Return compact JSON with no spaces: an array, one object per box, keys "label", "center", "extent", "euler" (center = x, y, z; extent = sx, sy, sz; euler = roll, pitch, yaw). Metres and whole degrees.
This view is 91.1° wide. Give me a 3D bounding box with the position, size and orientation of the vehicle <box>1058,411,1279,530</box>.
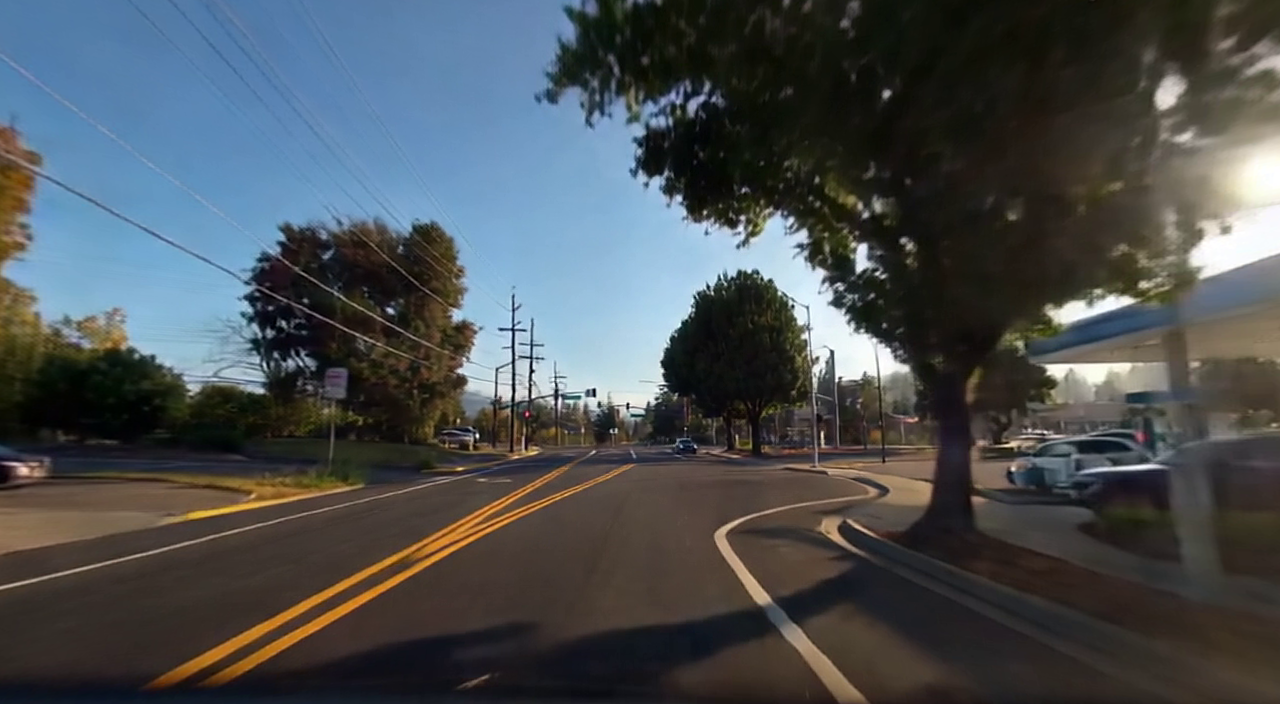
[{"label":"vehicle","center":[10.214,1.954,10.597],"extent":[4.736,1.816,1.999],"euler":[-2,-9,16]}]
